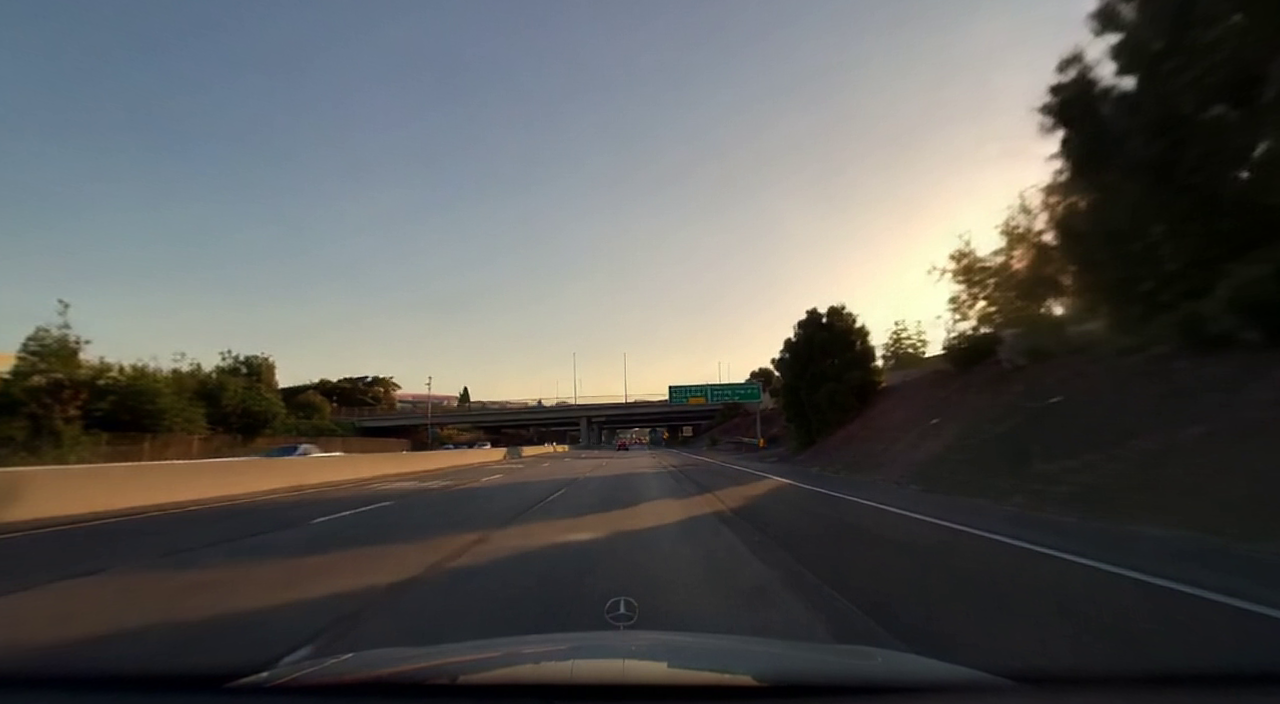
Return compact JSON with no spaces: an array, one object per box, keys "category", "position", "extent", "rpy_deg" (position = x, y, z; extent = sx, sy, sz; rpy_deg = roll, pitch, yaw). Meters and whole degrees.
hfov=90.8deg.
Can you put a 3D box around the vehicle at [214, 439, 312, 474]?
[{"category":"vehicle","position":[-18.142,5.014,30.647],"extent":[2.024,1.517,4.444],"rpy_deg":[0,-8,0]}]
